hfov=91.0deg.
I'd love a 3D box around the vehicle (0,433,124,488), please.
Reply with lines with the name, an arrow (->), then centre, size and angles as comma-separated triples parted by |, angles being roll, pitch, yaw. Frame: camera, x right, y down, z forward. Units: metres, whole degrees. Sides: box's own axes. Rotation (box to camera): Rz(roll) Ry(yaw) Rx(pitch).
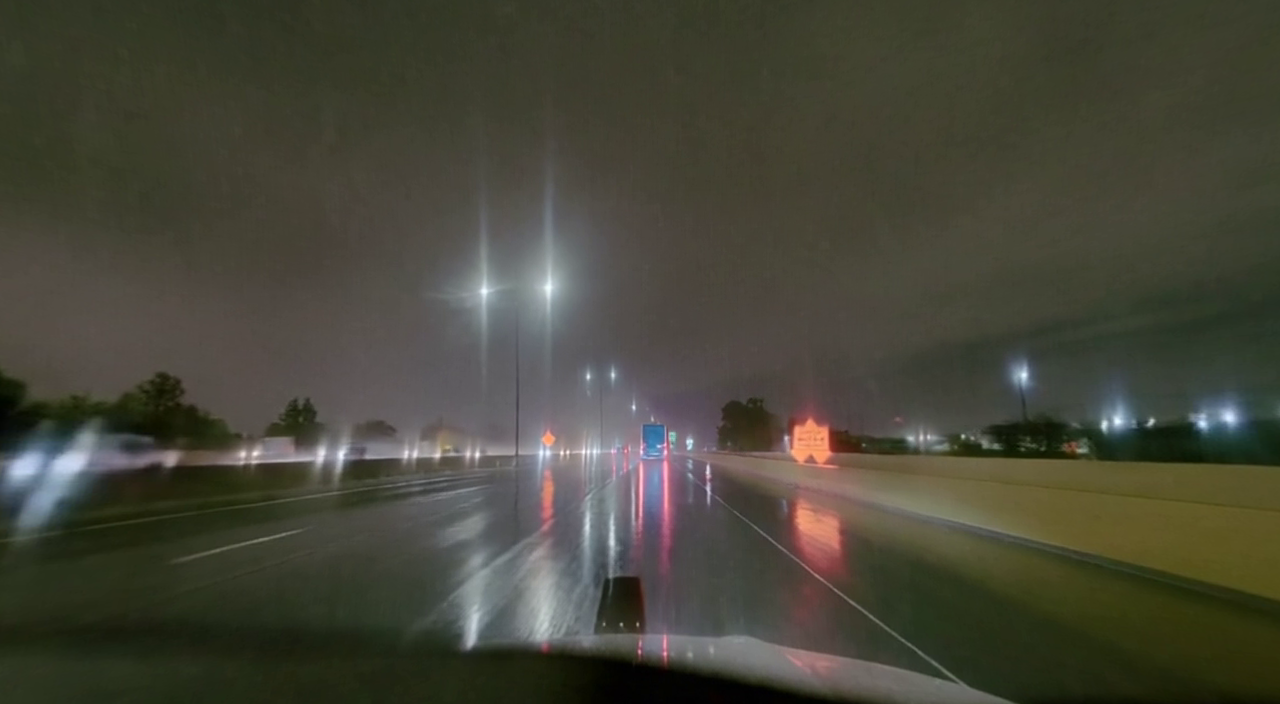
vehicle -> -19.786, 3.449, 20.160 | 2.134, 1.595, 5.049 | 0, -9, 1
